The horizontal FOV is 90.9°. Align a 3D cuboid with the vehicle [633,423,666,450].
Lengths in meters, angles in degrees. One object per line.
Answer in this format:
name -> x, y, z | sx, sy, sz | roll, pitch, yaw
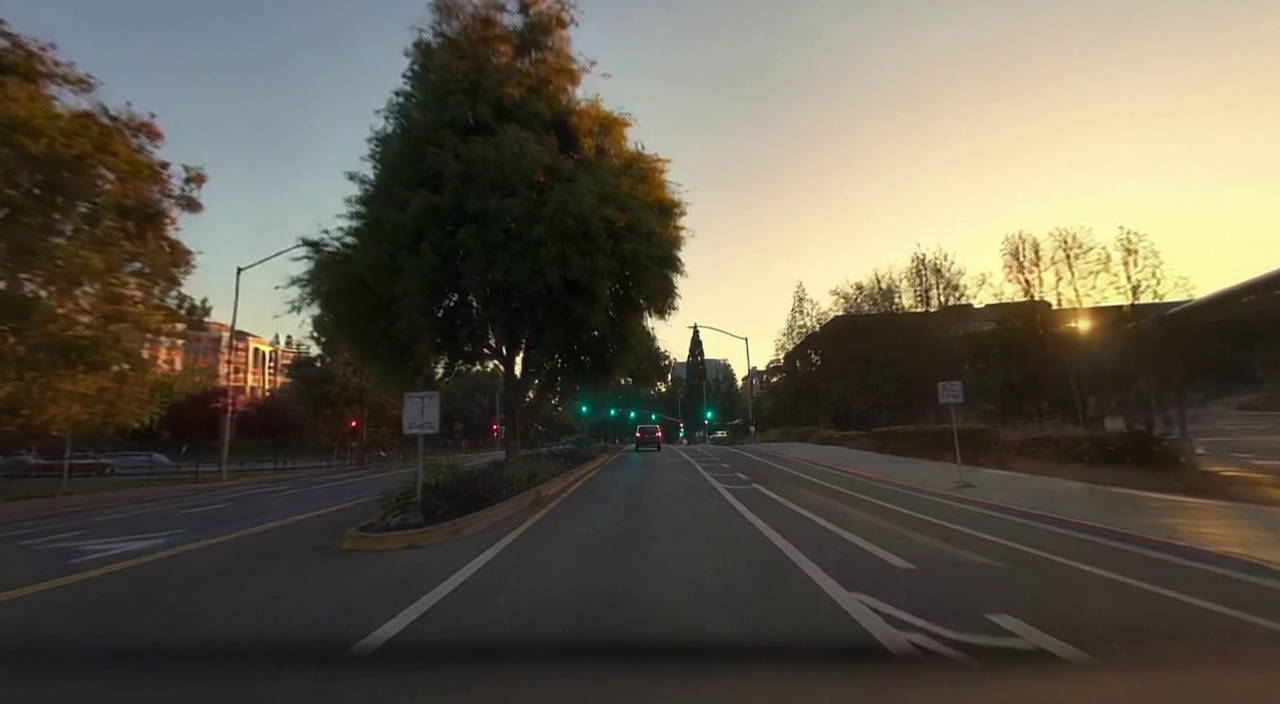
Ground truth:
vehicle -> 0.689, 6.527, 48.530 | 2.371, 1.926, 5.099 | 0, -8, -1
